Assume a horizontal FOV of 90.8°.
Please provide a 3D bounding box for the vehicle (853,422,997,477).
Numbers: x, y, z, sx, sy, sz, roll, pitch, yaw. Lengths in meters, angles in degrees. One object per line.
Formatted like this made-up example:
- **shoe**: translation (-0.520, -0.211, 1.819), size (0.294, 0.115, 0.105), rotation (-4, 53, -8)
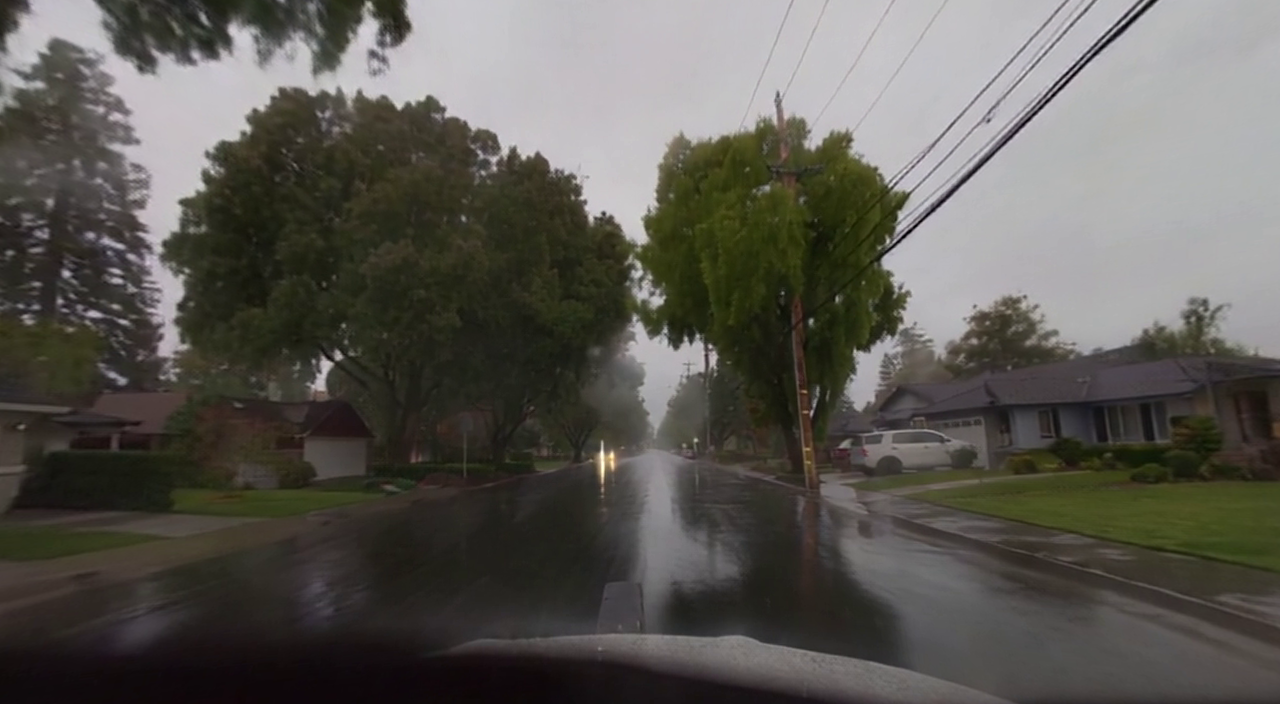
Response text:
- **vehicle**: translation (11.152, 3.866, 25.036), size (4.555, 1.803, 2.151), rotation (-3, -9, 0)
